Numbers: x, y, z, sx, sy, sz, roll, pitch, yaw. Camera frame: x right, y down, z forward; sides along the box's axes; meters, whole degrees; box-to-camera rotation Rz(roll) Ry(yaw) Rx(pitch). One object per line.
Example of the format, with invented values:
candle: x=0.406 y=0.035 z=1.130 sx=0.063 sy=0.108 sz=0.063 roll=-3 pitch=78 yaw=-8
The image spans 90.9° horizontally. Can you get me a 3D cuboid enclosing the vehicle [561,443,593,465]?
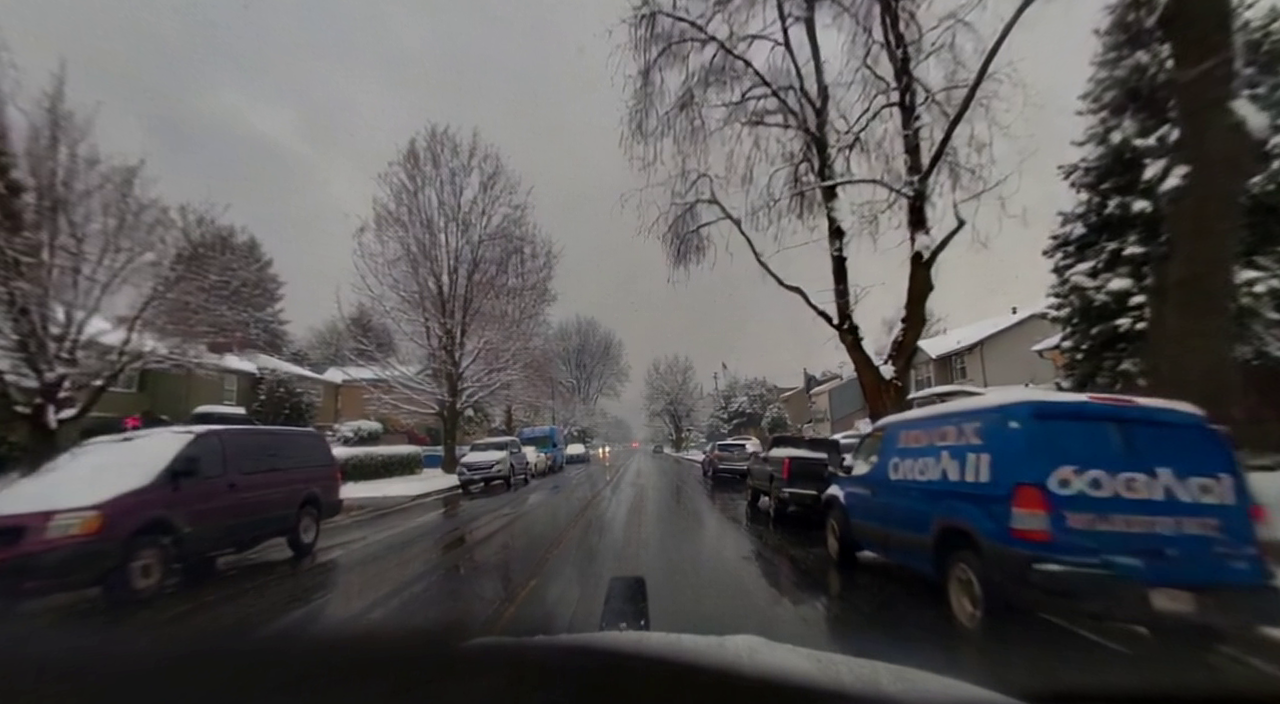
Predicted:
vehicle: x=-4.805 y=7.887 z=48.871 sx=2.038 sy=1.571 sz=4.524 roll=0 pitch=-8 yaw=-1

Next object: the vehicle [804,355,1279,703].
vehicle: x=3.219 y=1.283 z=5.672 sx=2.059 sy=1.824 sz=5.045 roll=0 pitch=-8 yaw=-1

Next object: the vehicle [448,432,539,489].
vehicle: x=-5.209 y=3.928 z=23.137 sx=2.090 sy=1.855 sz=4.494 roll=0 pitch=-8 yaw=2

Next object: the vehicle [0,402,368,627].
vehicle: x=-5.388 y=1.661 z=7.549 sx=2.163 sy=1.818 sz=4.697 roll=0 pitch=-8 yaw=0
